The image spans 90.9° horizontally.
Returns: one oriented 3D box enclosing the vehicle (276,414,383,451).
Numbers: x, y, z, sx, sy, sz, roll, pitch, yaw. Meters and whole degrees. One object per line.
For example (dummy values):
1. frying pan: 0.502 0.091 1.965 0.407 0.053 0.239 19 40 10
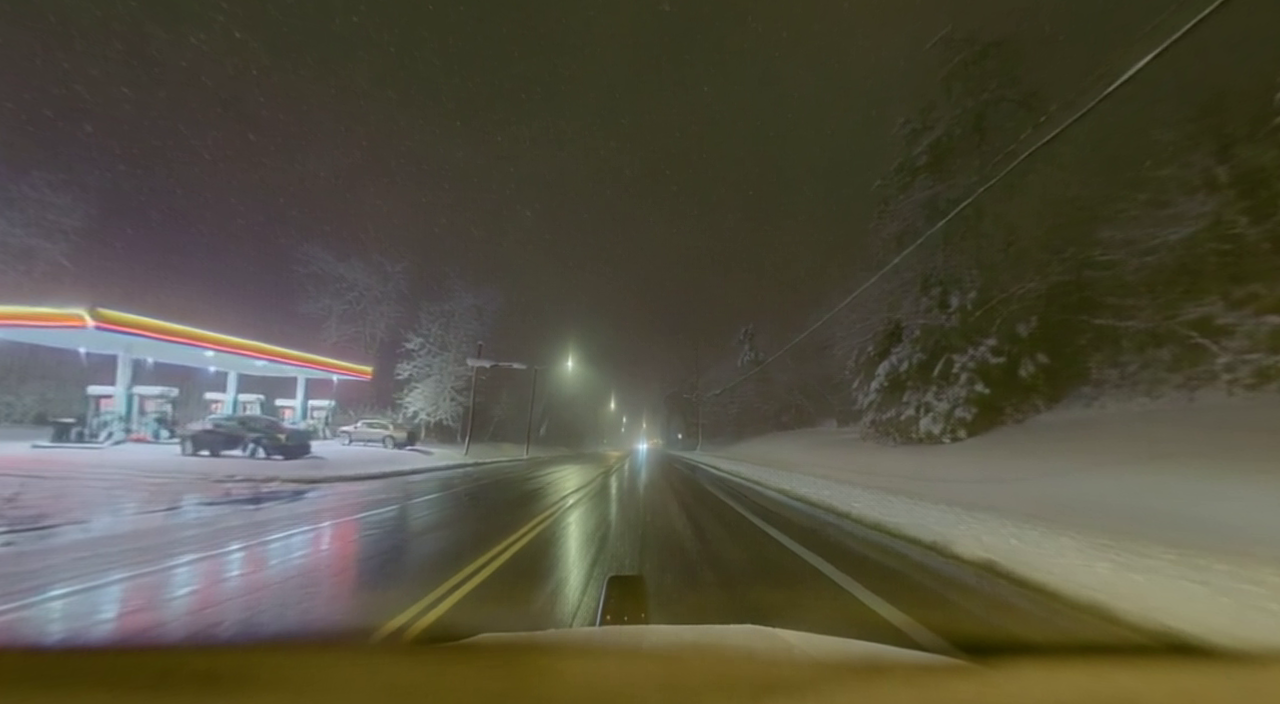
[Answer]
1. vehicle: -22.477 5.852 45.777 6.311 2.571 3.118 -2 -7 12
